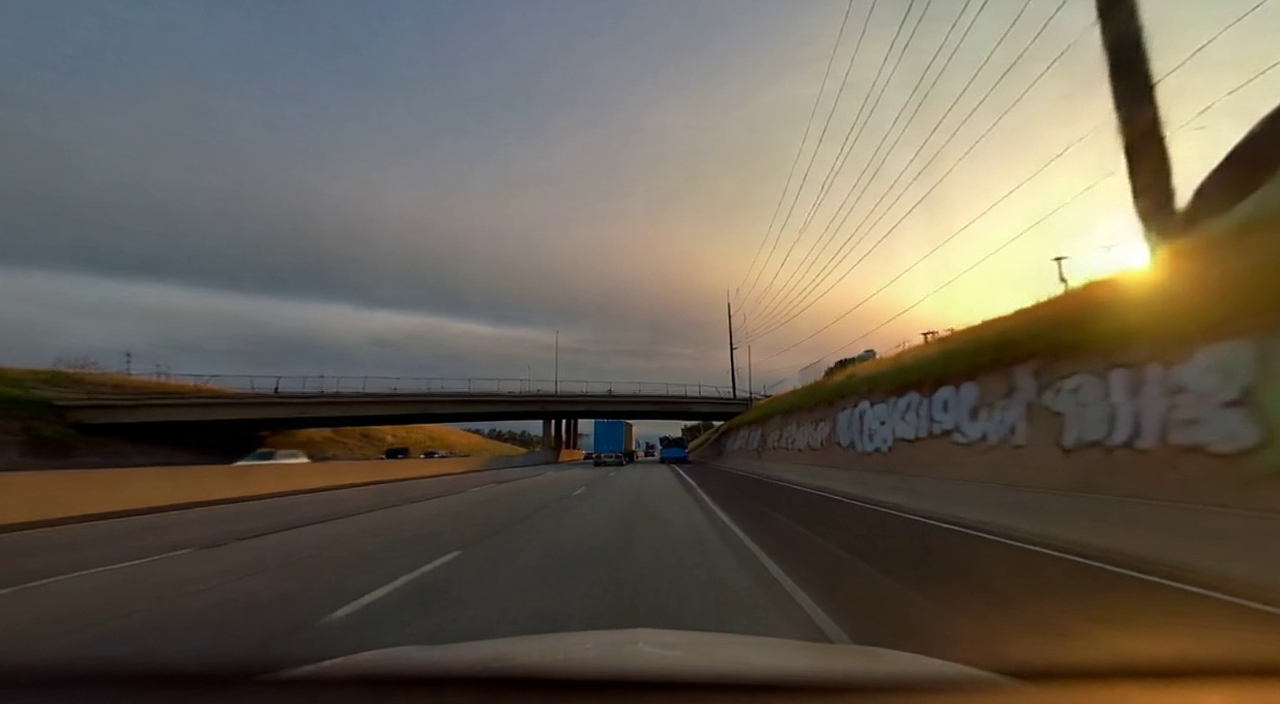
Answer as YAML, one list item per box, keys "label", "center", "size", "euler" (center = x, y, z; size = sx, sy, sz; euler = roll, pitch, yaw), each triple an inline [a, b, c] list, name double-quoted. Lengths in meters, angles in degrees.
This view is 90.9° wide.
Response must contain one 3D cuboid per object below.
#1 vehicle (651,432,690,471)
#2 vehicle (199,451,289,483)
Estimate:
- label: "vehicle"
  center: [2.161, 7.308, 46.352]
  size: [2.462, 2.627, 5.799]
  euler: [0, -9, -1]
- label: "vehicle"
  center: [-22.290, 6.474, 35.745]
  size: [1.905, 1.643, 4.747]
  euler: [0, -9, 2]
